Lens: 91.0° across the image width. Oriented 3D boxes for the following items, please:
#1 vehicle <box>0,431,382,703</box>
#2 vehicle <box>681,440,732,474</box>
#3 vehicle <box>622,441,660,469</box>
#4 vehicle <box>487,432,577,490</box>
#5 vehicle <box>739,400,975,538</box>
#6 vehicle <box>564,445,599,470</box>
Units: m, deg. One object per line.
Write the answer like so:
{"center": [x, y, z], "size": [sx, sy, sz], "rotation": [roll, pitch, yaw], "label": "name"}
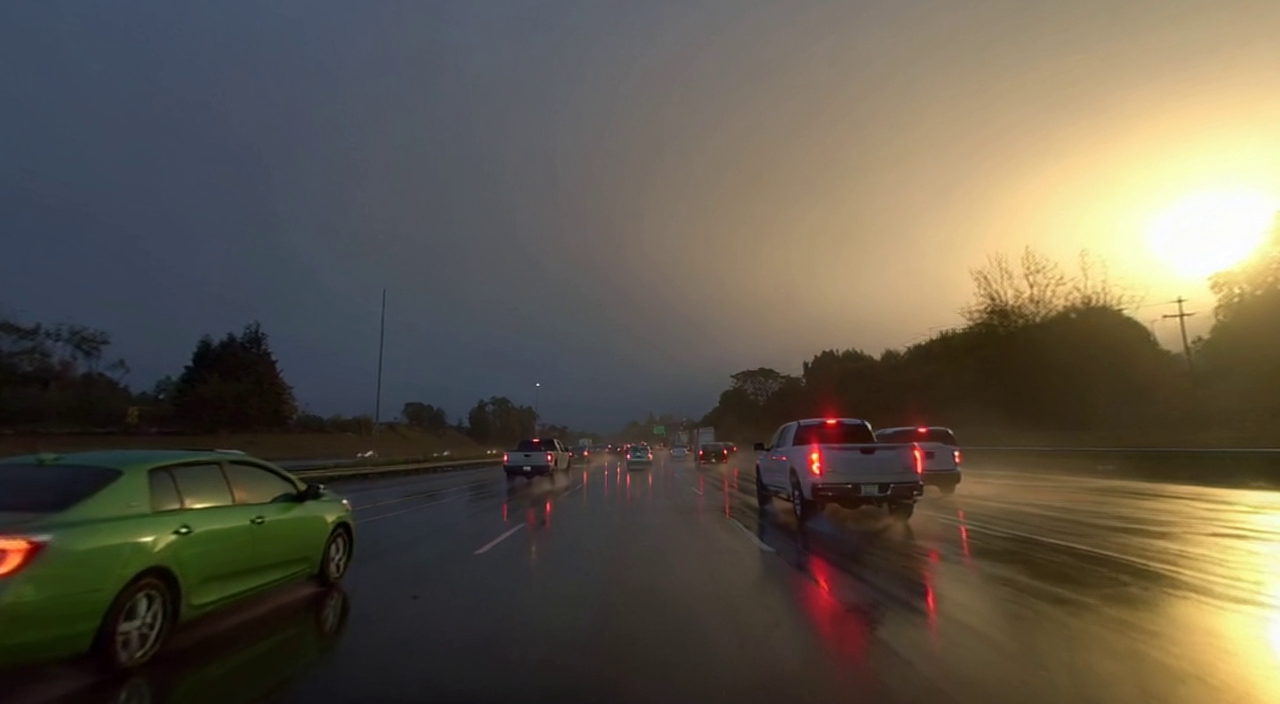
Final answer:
{"center": [-3.860, 1.356, 4.752], "size": [1.947, 1.424, 4.264], "rotation": [0, -9, 1], "label": "vehicle"}
{"center": [3.467, 5.582, 33.731], "size": [2.145, 1.636, 4.437], "rotation": [1, -9, -1], "label": "vehicle"}
{"center": [0.049, 6.234, 38.108], "size": [2.147, 1.572, 4.094], "rotation": [0, -9, 0], "label": "vehicle"}
{"center": [-3.645, 3.794, 22.261], "size": [2.176, 1.783, 4.799], "rotation": [0, -9, 2], "label": "vehicle"}
{"center": [3.506, 2.069, 11.709], "size": [2.340, 1.925, 5.529], "rotation": [0, -9, -1], "label": "vehicle"}
{"center": [-3.645, 6.639, 39.852], "size": [1.907, 1.484, 3.954], "rotation": [0, -9, -1], "label": "vehicle"}
